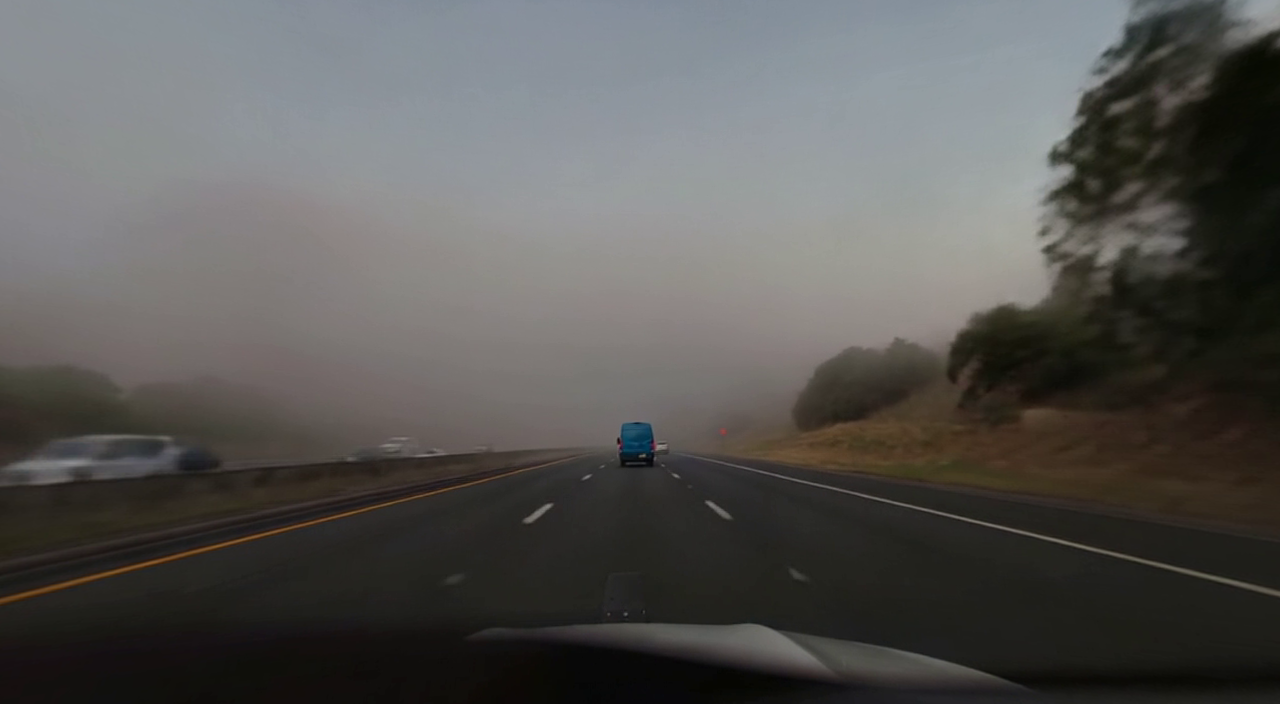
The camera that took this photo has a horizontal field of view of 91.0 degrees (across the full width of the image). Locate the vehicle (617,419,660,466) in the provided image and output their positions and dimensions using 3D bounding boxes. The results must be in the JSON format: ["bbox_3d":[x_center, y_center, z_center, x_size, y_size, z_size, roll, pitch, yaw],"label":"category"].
[{"bbox_3d":[-0.102,5.265,36.544,2.329,2.483,5.428,0,-8,0],"label":"vehicle"}]
